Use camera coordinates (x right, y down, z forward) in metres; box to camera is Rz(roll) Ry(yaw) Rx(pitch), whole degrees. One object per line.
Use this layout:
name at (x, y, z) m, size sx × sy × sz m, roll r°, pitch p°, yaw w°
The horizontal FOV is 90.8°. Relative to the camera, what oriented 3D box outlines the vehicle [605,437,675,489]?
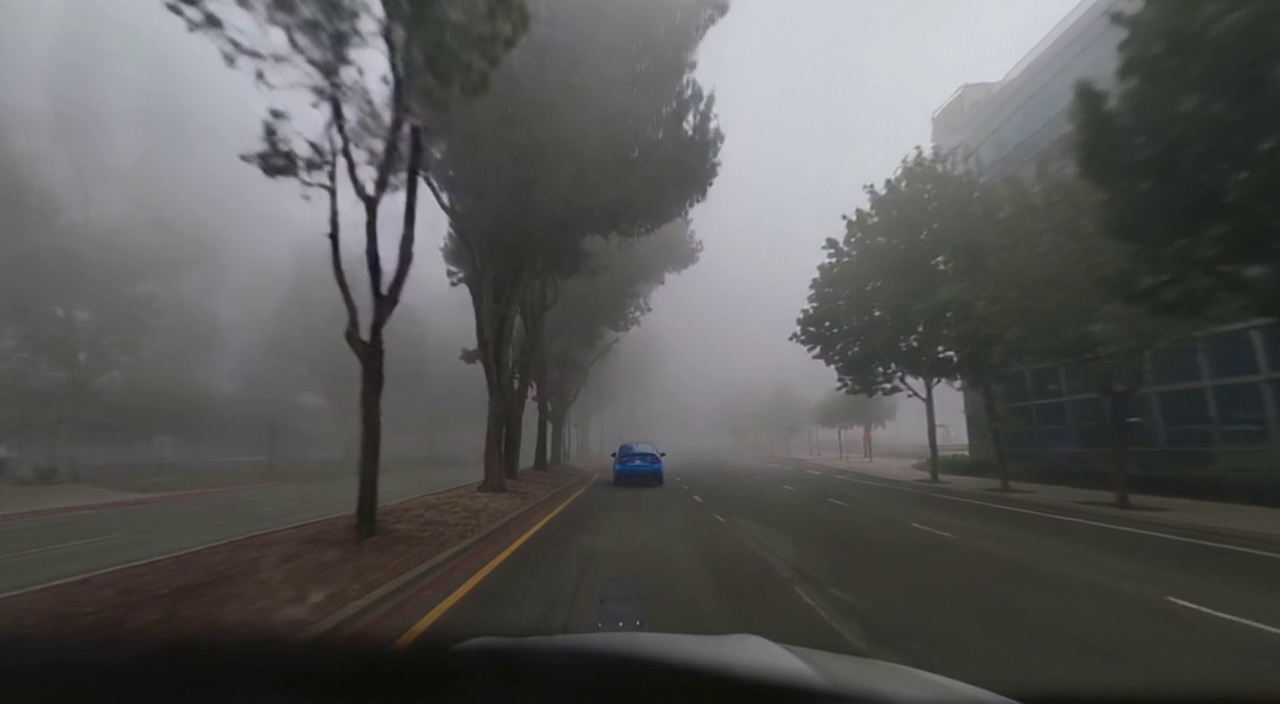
vehicle at (-0.092, 3.608, 20.864) m, size 2.042 × 1.479 × 4.601 m, roll 0°, pitch -8°, yaw -2°
